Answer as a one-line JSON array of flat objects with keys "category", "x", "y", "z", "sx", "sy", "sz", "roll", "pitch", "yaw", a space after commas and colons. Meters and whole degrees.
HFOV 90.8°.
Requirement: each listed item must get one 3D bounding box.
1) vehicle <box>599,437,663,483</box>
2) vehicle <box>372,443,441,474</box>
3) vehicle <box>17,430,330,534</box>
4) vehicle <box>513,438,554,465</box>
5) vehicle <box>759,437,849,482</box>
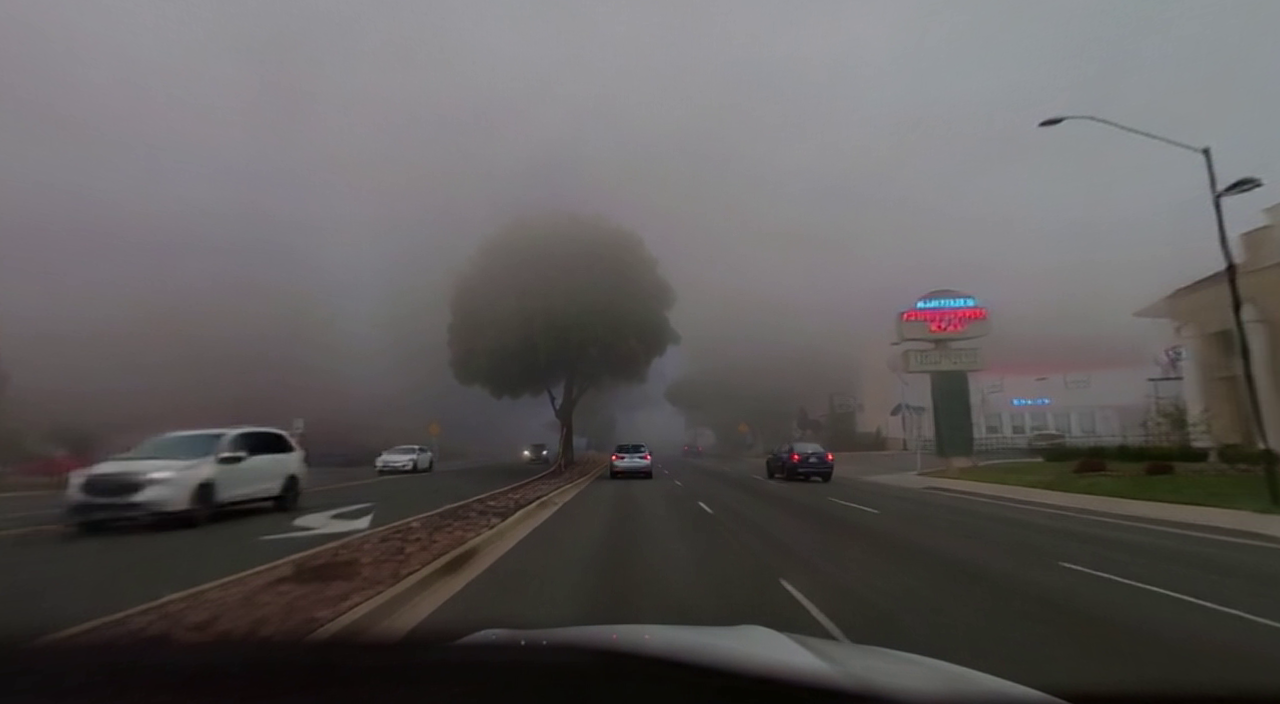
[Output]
[{"category": "vehicle", "x": -0.330, "y": 3.874, "z": 22.897, "sx": 2.106, "sy": 1.496, "sz": 3.964, "roll": 0, "pitch": -9, "yaw": -1}, {"category": "vehicle", "x": -11.943, "y": 5.479, "z": 32.626, "sx": 1.833, "sy": 1.464, "sz": 4.463, "roll": 0, "pitch": -9, "yaw": 0}, {"category": "vehicle", "x": -8.285, "y": 2.336, "z": 12.093, "sx": 2.049, "sy": 1.543, "sz": 5.131, "roll": 0, "pitch": -9, "yaw": 0}, {"category": "vehicle", "x": -7.137, "y": 6.743, "z": 42.851, "sx": 2.156, "sy": 1.702, "sz": 4.379, "roll": 0, "pitch": -9, "yaw": -2}, {"category": "vehicle", "x": 6.364, "y": 4.231, "z": 25.131, "sx": 2.244, "sy": 1.618, "sz": 4.585, "roll": 0, "pitch": -9, "yaw": -2}]
